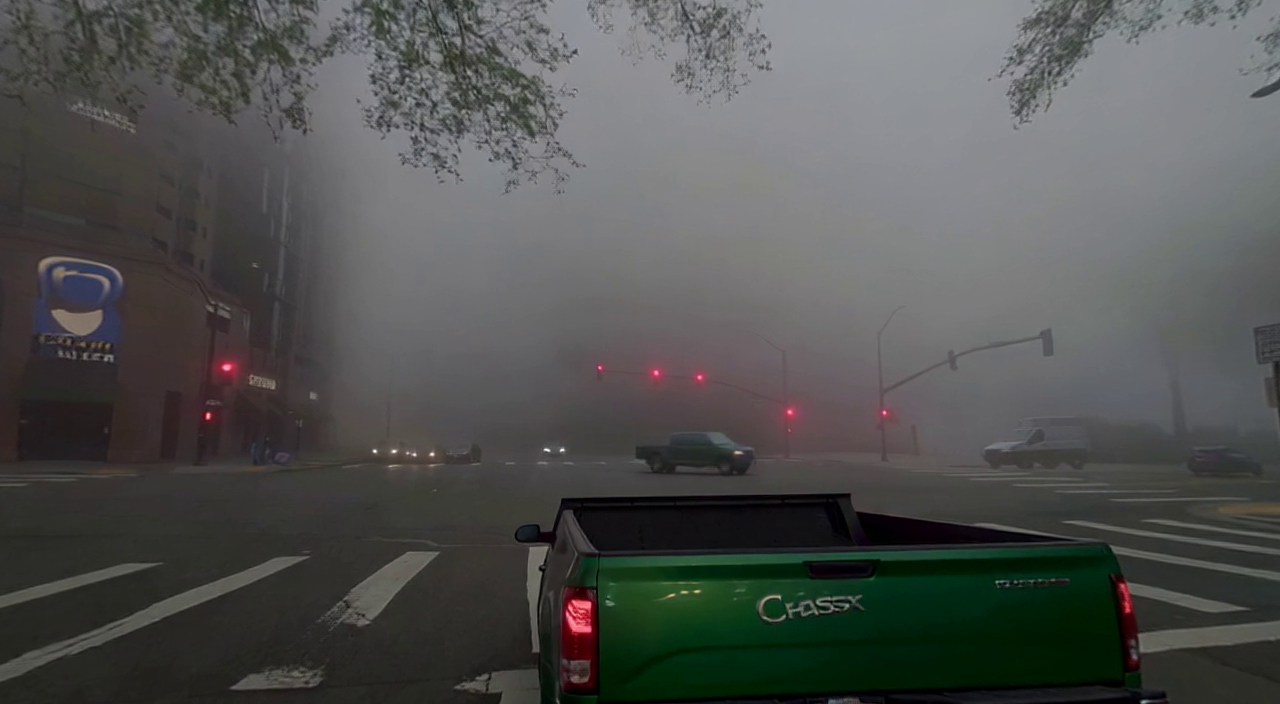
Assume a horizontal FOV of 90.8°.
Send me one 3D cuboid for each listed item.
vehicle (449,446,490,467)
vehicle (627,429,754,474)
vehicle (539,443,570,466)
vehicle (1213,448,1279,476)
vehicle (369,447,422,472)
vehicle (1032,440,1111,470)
[{"bbox_3d":[-12.620,7.761,47.096,1.946,1.474,4.008,0,-9,0],"label":"vehicle"},{"bbox_3d":[2.335,4.758,30.263,5.667,1.927,2.289,-6,-11,36],"label":"vehicle"},{"bbox_3d":[-6.044,7.125,44.105,1.879,1.464,4.457,2,-9,-11],"label":"vehicle"},{"bbox_3d":[34.787,6.164,35.695,4.658,1.478,1.946,4,-10,-27],"label":"vehicle"},{"bbox_3d":[-16.249,7.137,42.228,1.883,1.586,4.297,0,-9,0],"label":"vehicle"},{"bbox_3d":[26.349,6.271,38.554,4.541,1.731,2.007,5,-10,-28],"label":"vehicle"}]
